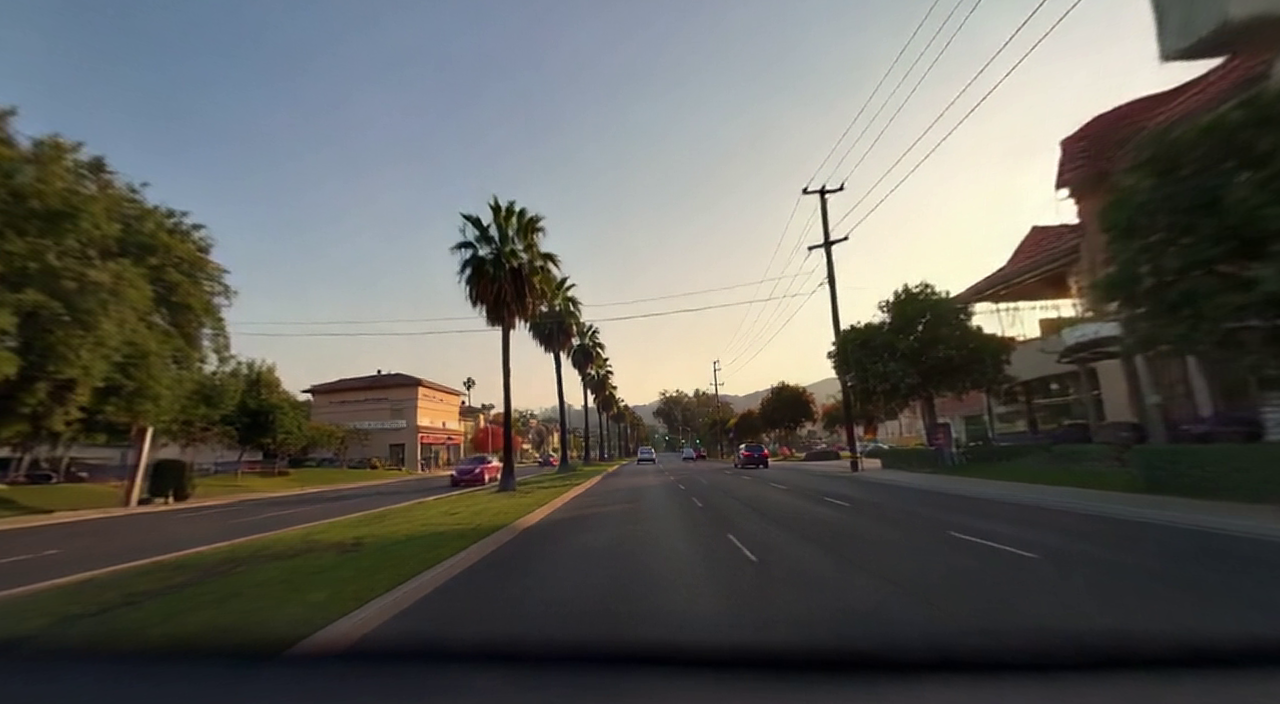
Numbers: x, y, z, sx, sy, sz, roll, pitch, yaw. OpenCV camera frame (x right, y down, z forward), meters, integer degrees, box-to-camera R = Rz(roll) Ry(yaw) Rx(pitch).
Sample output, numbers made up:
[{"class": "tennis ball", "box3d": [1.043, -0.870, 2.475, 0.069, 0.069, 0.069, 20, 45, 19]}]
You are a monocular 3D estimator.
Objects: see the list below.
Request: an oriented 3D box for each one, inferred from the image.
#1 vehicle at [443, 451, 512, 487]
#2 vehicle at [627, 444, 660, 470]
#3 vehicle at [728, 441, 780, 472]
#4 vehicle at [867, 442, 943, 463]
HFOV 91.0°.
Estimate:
[{"class": "vehicle", "box3d": [-7.712, 5.574, 30.357, 1.959, 1.535, 4.707, -1, -9, 1]}, {"class": "vehicle", "box3d": [0.241, 7.161, 43.089, 2.138, 1.702, 4.168, 0, -9, 1]}, {"class": "vehicle", "box3d": [6.782, 6.267, 37.990, 2.252, 1.718, 4.617, 0, -9, 0]}, {"class": "vehicle", "box3d": [19.845, 7.519, 47.224, 4.768, 1.512, 1.986, 0, -9, 1]}]
